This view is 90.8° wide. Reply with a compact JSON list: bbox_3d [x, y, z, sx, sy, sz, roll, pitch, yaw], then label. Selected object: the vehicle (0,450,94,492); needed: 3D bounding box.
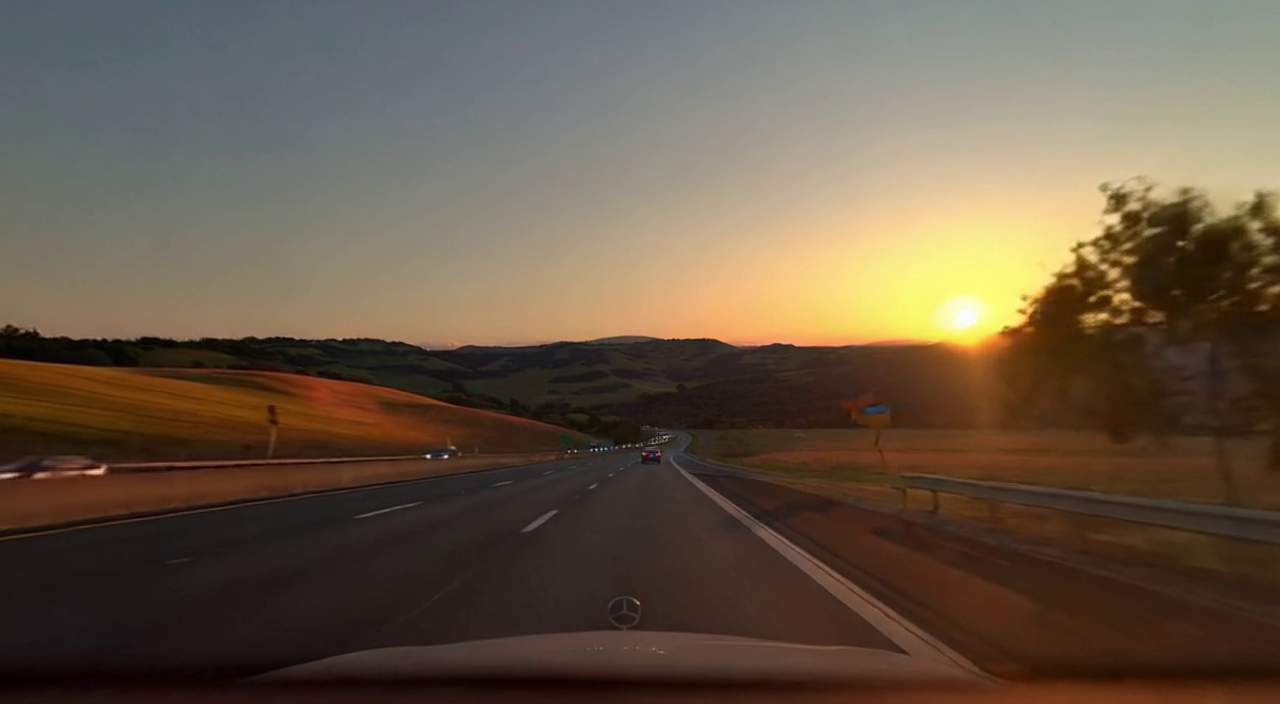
[{"bbox_3d":[-24.132,4.546,24.317,2.148,1.493,4.415,0,-9,1],"label":"vehicle"}]
